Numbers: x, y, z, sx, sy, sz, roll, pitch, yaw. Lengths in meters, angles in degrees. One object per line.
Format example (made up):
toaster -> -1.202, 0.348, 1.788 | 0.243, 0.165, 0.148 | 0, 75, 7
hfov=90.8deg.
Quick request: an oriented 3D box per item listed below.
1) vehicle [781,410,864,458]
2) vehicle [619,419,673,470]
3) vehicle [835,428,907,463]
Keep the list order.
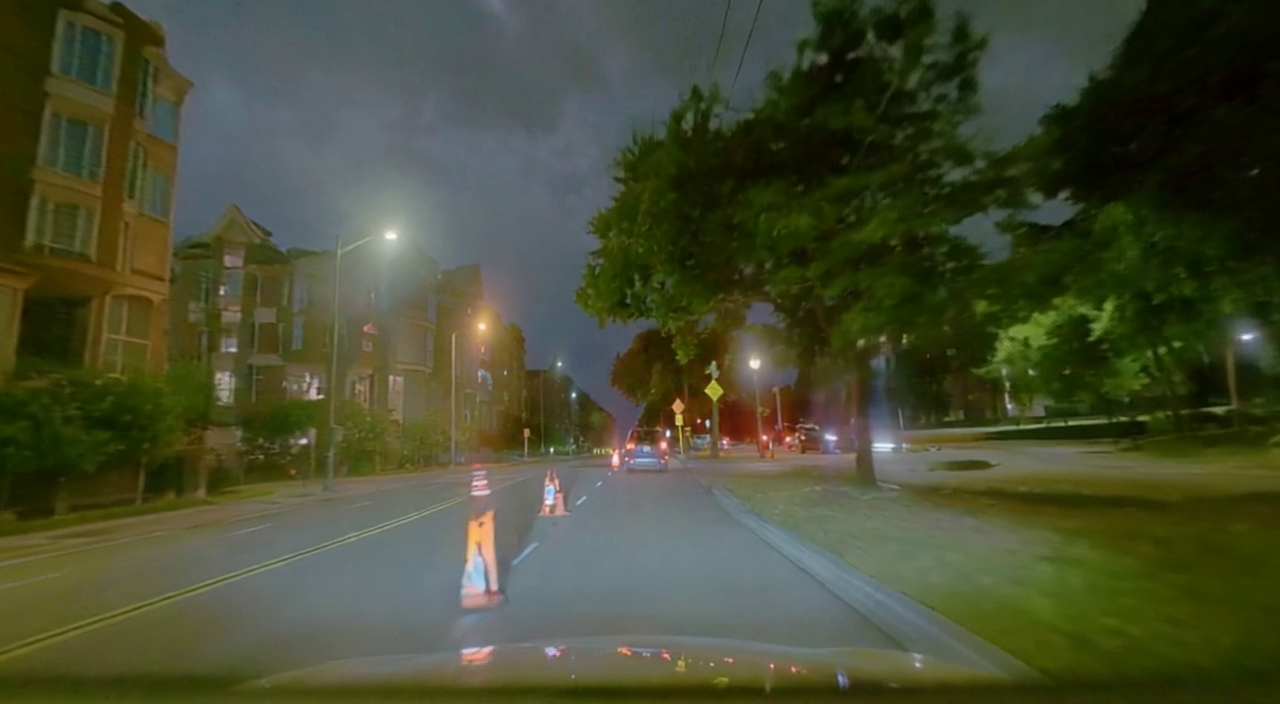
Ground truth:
vehicle -> 9.700, 4.560, 34.342 | 2.253, 2.306, 6.753 | 0, -9, -2
vehicle -> 0.163, 4.107, 28.144 | 2.169, 2.015, 5.206 | 0, -8, -2
vehicle -> 10.657, 4.338, 29.353 | 1.698, 1.548, 2.969 | 3, -8, -14
